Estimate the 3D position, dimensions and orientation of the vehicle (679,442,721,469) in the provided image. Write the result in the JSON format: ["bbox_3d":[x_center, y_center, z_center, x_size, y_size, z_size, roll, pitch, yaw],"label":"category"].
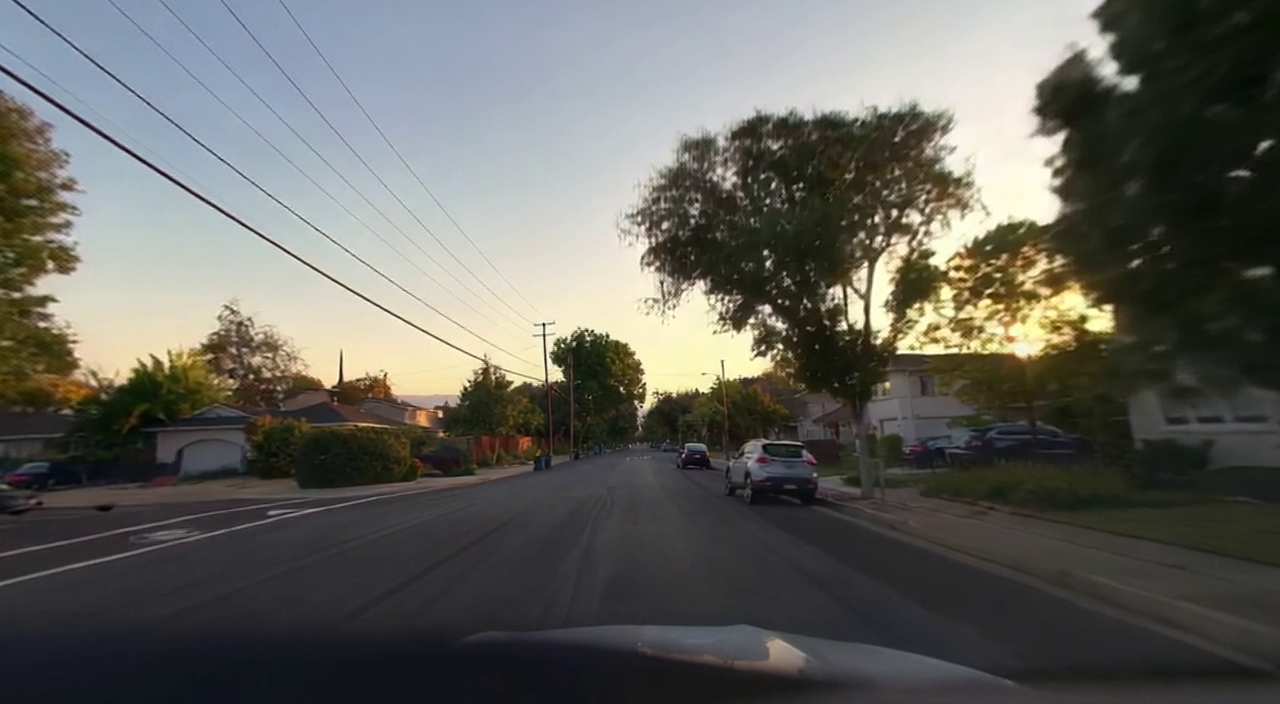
[{"bbox_3d":[3.533,6.151,37.774,2.012,1.531,4.557,0,-9,-1],"label":"vehicle"}]

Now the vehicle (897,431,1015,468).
[{"bbox_3d":[13.808,4.274,27.794,4.116,1.435,1.920,-2,-8,1],"label":"vehicle"}]

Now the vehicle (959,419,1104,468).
[{"bbox_3d":[15.314,3.590,24.894,4.283,1.660,2.035,-3,-7,0],"label":"vehicle"}]

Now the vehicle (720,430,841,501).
[{"bbox_3d":[3.706,3.094,17.633,2.134,1.720,4.515,0,-9,-3],"label":"vehicle"}]
